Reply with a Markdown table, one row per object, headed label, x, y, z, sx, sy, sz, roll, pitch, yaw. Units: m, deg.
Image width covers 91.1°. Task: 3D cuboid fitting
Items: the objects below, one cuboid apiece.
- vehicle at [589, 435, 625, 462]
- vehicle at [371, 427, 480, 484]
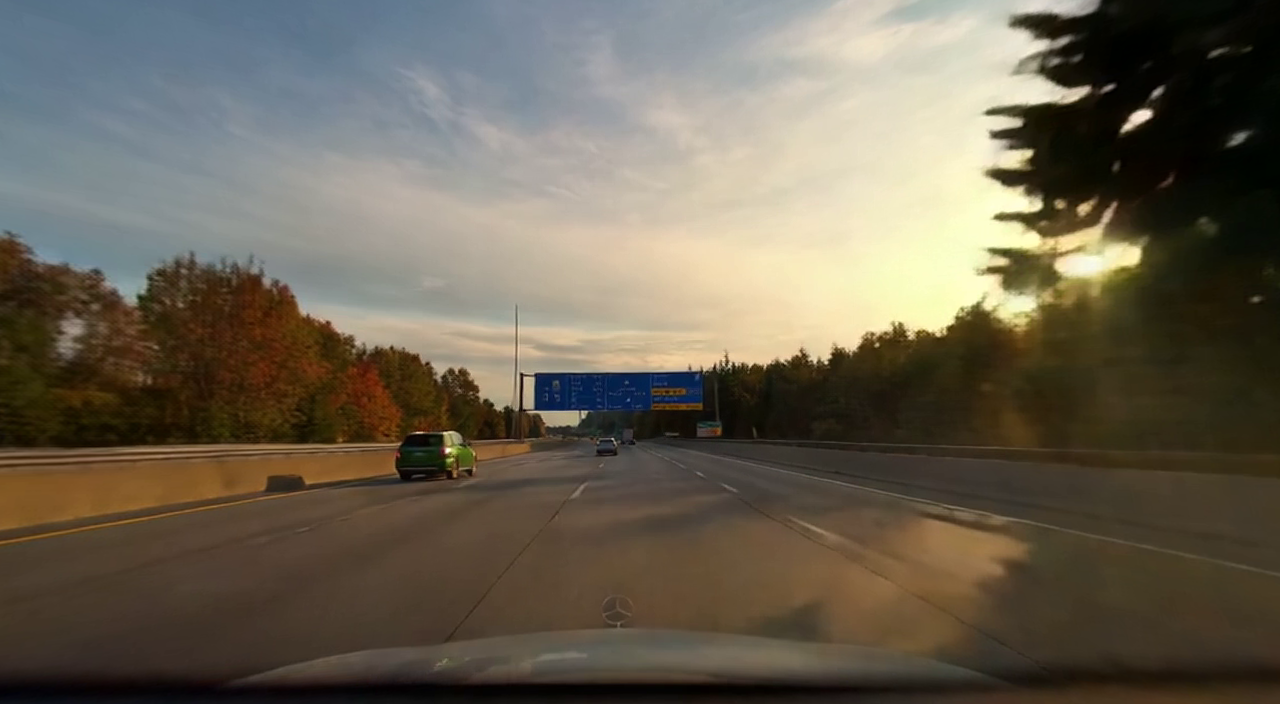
| label | x | y | z | sx | sy | sz | roll | pitch | yaw |
| --- | --- | --- | --- | --- | --- | --- | --- | --- | --- |
| vehicle | -1.939 | 5.867 | 38.306 | 2.010 | 1.534 | 4.013 | 0 | -8 | 0 |
| vehicle | -6.980 | 3.407 | 21.062 | 2.111 | 1.689 | 4.505 | 0 | -8 | -1 |
